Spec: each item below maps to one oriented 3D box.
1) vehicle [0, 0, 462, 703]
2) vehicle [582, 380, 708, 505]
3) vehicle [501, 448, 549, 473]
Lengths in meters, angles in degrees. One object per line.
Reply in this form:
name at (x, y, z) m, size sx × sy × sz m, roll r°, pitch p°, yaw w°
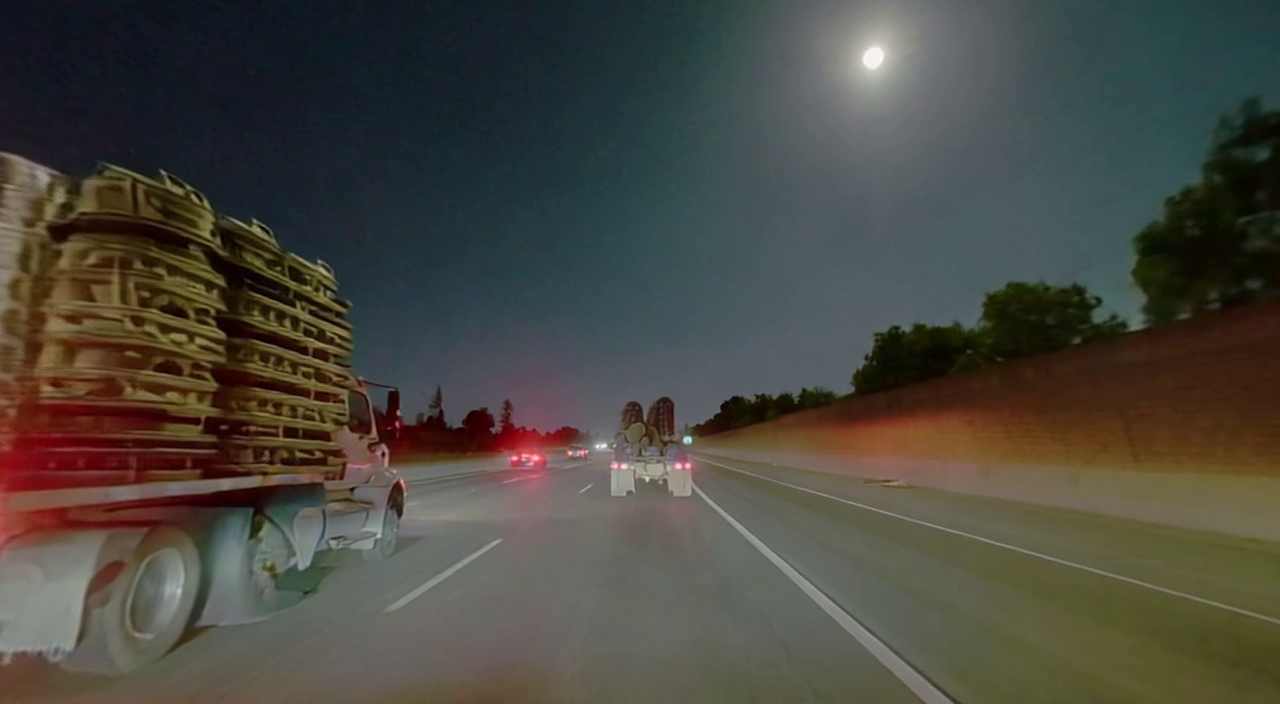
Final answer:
vehicle at (-4.086, 0.243, 5.776) m, size 2.998 × 3.992 × 5.800 m, roll 0°, pitch -8°, yaw 1°
vehicle at (-0.241, 2.865, 20.020) m, size 2.798 × 3.071 × 8.412 m, roll 1°, pitch -8°, yaw -8°
vehicle at (-7.061, 6.701, 39.262) m, size 2.006 × 1.458 × 4.700 m, roll 0°, pitch -8°, yaw 2°
